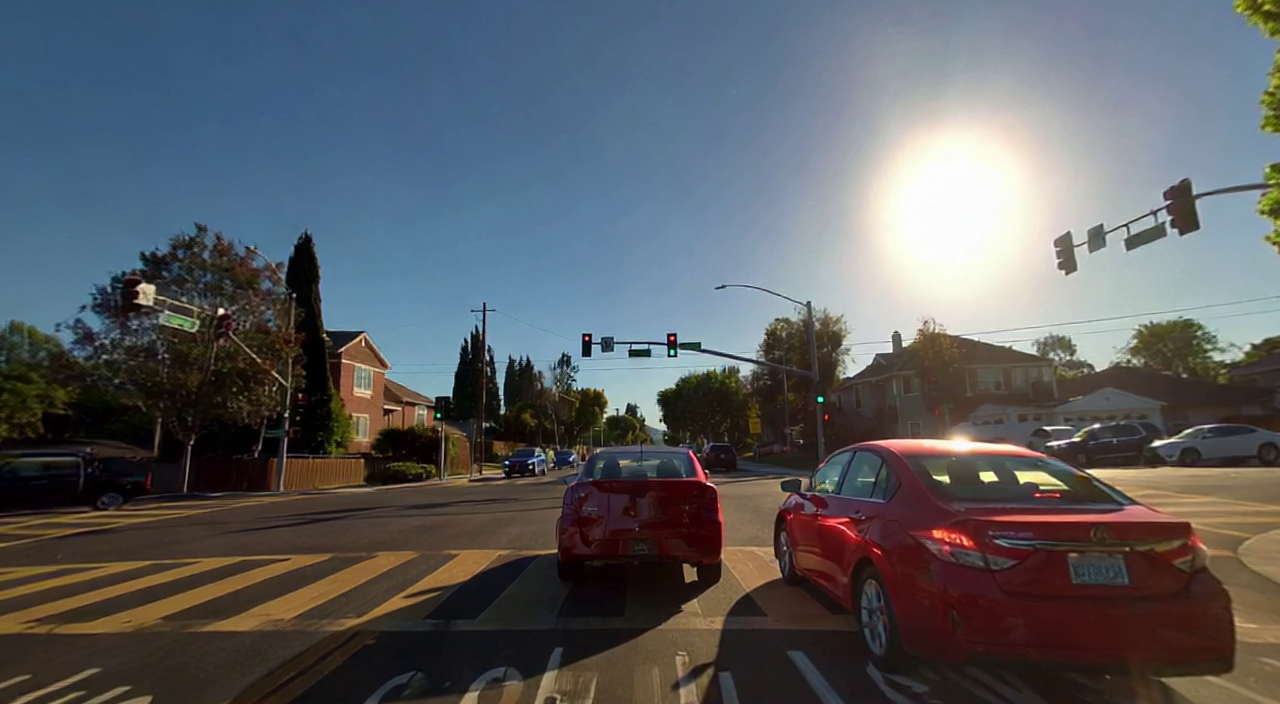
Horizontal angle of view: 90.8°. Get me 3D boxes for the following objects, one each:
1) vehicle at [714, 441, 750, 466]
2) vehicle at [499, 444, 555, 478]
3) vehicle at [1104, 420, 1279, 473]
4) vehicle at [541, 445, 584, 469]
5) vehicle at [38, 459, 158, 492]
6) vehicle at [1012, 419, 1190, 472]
[{"bbox_3d":[6.227,6.958,43.309,1.891,1.611,4.269,0,-8,1],"label":"vehicle"},{"bbox_3d":[-5.967,5.795,33.904,1.982,1.686,4.195,-1,-8,4],"label":"vehicle"},{"bbox_3d":[16.962,2.841,19.027,4.345,1.517,1.913,0,-8,1],"label":"vehicle"},{"bbox_3d":[-5.576,7.652,46.261,2.270,1.605,4.958,-1,-8,3],"label":"vehicle"},{"bbox_3d":[-30.095,6.859,35.345,2.106,1.586,5.009,-1,-8,4],"label":"vehicle"},{"bbox_3d":[15.995,3.272,22.132,4.452,1.711,2.186,0,-8,1],"label":"vehicle"}]
